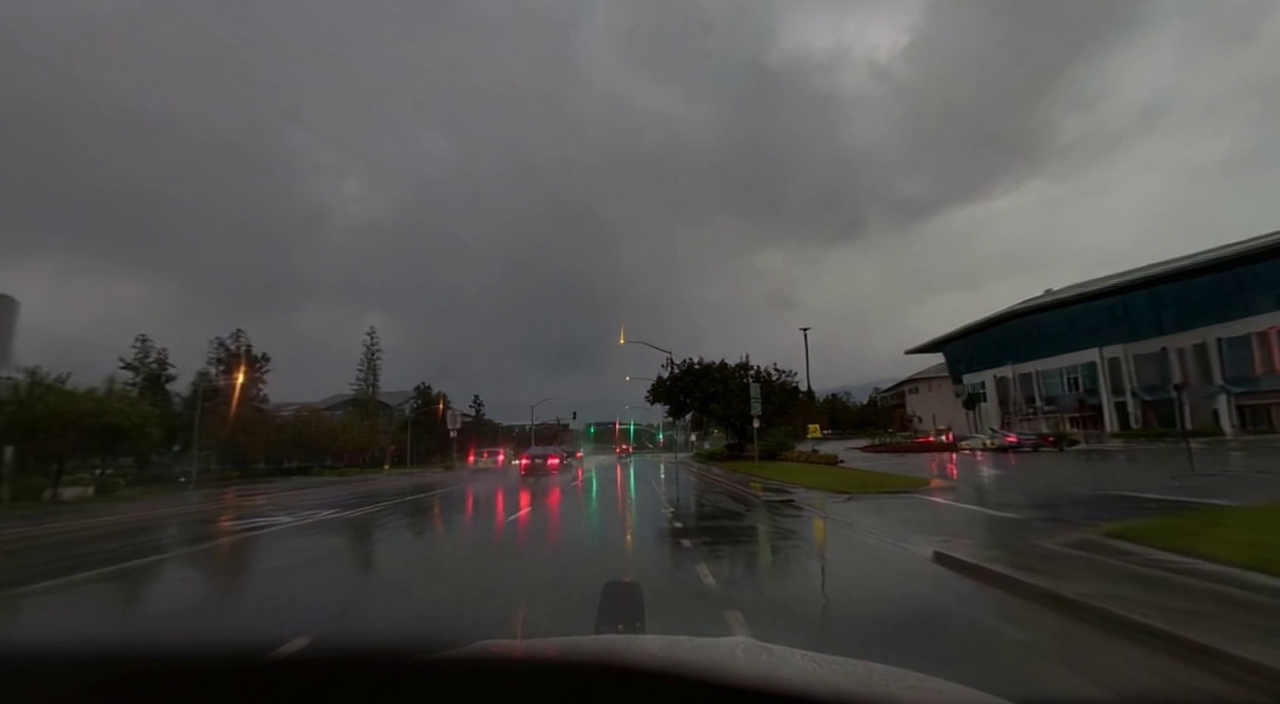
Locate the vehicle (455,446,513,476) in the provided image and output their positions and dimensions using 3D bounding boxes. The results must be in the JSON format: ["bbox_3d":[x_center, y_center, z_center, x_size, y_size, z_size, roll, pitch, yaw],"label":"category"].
[{"bbox_3d":[-8.400,5.916,34.546,1.976,1.497,4.709,0,-9,0],"label":"vehicle"}]

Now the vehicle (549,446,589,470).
[{"bbox_3d":[-4.345,6.542,39.170,1.971,1.414,4.317,0,-8,0],"label":"vehicle"}]

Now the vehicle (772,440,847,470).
[{"bbox_3d":[12.403,7.595,46.446,4.790,1.439,2.034,-9,-9,0],"label":"vehicle"}]

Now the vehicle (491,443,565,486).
[{"bbox_3d":[-4.179,4.285,24.418,2.011,1.483,4.596,0,-9,0],"label":"vehicle"}]

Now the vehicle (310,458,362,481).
[{"bbox_3d":[-23.850,9.219,49.797,2.007,1.501,4.340,-3,-9,-1],"label":"vehicle"}]

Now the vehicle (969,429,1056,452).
[{"bbox_3d":[24.795,5.893,42.151,4.614,1.464,1.856,0,-9,0],"label":"vehicle"}]

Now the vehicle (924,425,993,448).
[{"bbox_3d":[24.548,6.494,48.752,4.154,1.662,2.113,-1,-8,0],"label":"vehicle"}]
